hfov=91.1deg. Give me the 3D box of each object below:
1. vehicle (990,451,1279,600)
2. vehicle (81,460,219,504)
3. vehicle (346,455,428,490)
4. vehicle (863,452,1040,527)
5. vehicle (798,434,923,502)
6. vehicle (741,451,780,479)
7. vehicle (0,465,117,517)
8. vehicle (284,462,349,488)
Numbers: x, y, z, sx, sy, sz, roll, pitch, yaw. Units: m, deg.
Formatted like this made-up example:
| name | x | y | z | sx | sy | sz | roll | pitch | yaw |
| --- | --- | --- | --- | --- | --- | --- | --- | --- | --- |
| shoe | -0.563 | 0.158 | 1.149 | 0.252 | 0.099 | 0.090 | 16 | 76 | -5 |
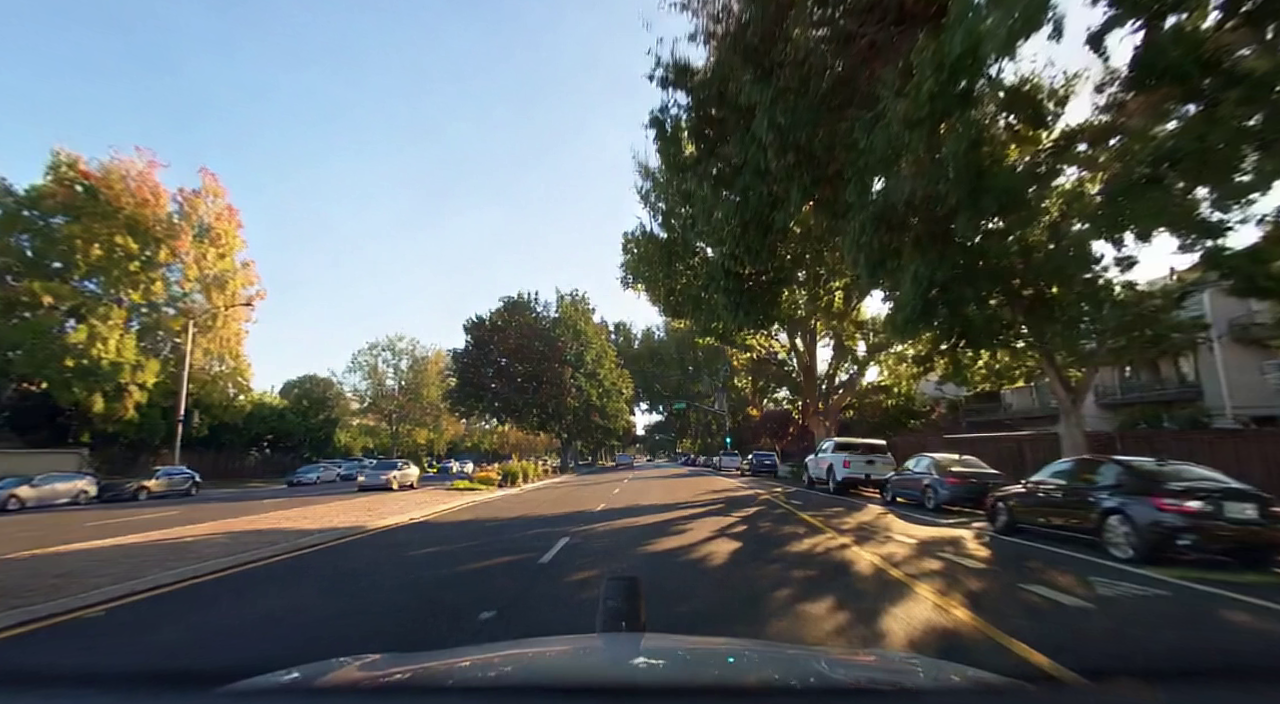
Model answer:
| name | x | y | z | sx | sy | sz | roll | pitch | yaw |
| --- | --- | --- | --- | --- | --- | --- | --- | --- | --- |
| vehicle | 7.131 | 2.115 | 8.657 | 1.992 | 1.474 | 4.534 | 0 | -9 | 0 |
| vehicle | -20.792 | 5.515 | 27.015 | 1.868 | 1.620 | 5.039 | 0 | -9 | 0 |
| vehicle | -11.597 | 5.535 | 29.143 | 1.914 | 1.472 | 4.480 | 0 | -9 | 0 |
| vehicle | 7.175 | 3.184 | 15.155 | 1.853 | 1.480 | 4.666 | 0 | -9 | 0 |
| vehicle | 7.553 | 4.044 | 22.279 | 2.306 | 2.088 | 5.571 | 0 | -9 | -1 |
| vehicle | 7.894 | 7.452 | 41.599 | 1.910 | 1.686 | 4.399 | 0 | -9 | 3 |
| vehicle | -20.787 | 4.655 | 21.292 | 1.881 | 1.503 | 4.899 | 0 | -9 | 0 |
| vehicle | -20.691 | 7.882 | 40.345 | 1.910 | 1.493 | 4.190 | 0 | -9 | 1 |
